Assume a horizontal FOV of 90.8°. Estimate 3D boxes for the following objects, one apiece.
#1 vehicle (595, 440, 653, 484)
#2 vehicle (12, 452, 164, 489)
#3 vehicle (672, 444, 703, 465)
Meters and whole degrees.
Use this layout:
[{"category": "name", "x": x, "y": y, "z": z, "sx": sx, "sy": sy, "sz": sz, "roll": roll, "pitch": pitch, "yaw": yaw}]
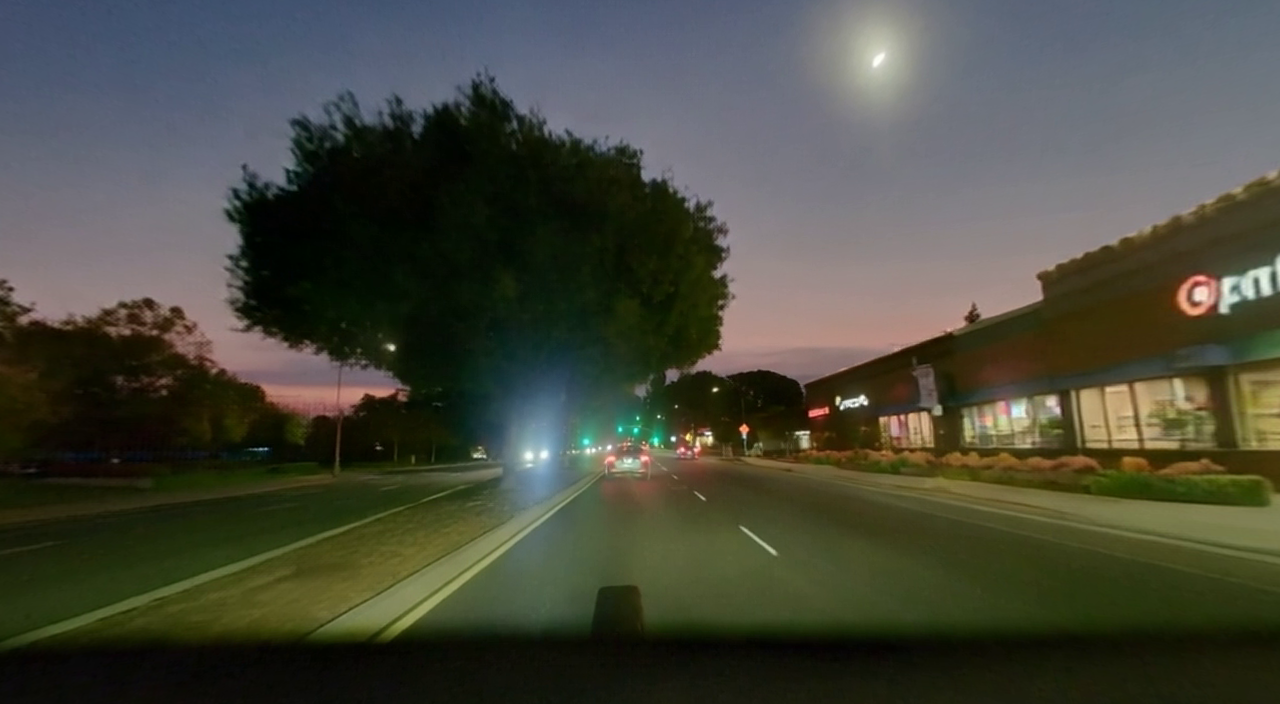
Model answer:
[{"category": "vehicle", "x": -0.585, "y": 4.084, "z": 23.677, "sx": 2.006, "sy": 1.487, "sz": 3.535, "roll": 0, "pitch": -9, "yaw": -1}, {"category": "vehicle", "x": -23.189, "y": 4.981, "z": 26.689, "sx": 4.472, "sy": 1.412, "sz": 1.891, "roll": 0, "pitch": -9, "yaw": -3}, {"category": "vehicle", "x": 3.502, "y": 7.622, "z": 47.282, "sx": 1.910, "sy": 1.474, "sz": 4.003, "roll": 0, "pitch": -9, "yaw": -2}]
